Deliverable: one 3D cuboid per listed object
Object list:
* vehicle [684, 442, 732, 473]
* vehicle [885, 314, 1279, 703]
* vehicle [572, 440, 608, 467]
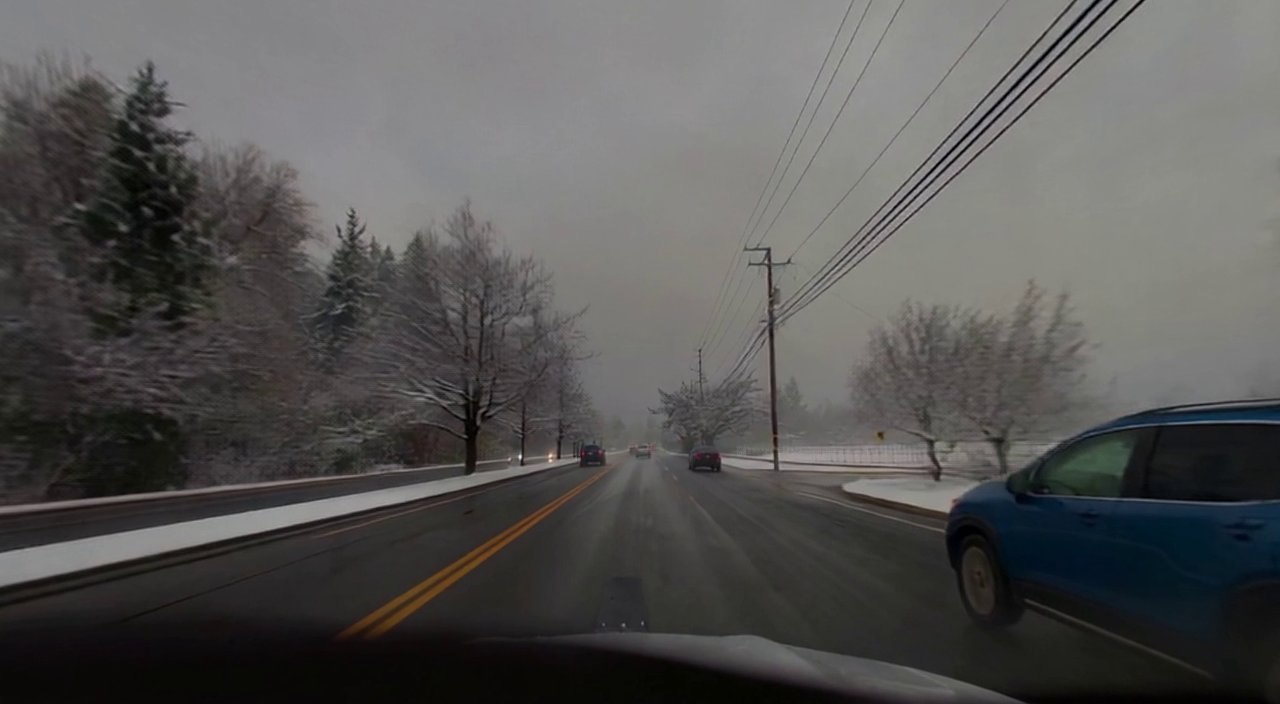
[{"bbox_3d":[3.361,5.305,31.927,1.906,1.468,4.422,0,-8,-1],"label":"vehicle"},{"bbox_3d":[3.343,0.940,3.498,2.182,1.744,4.464,0,-8,1],"label":"vehicle"},{"bbox_3d":[-3.335,6.860,42.935,2.066,1.725,4.241,0,-8,1],"label":"vehicle"}]
